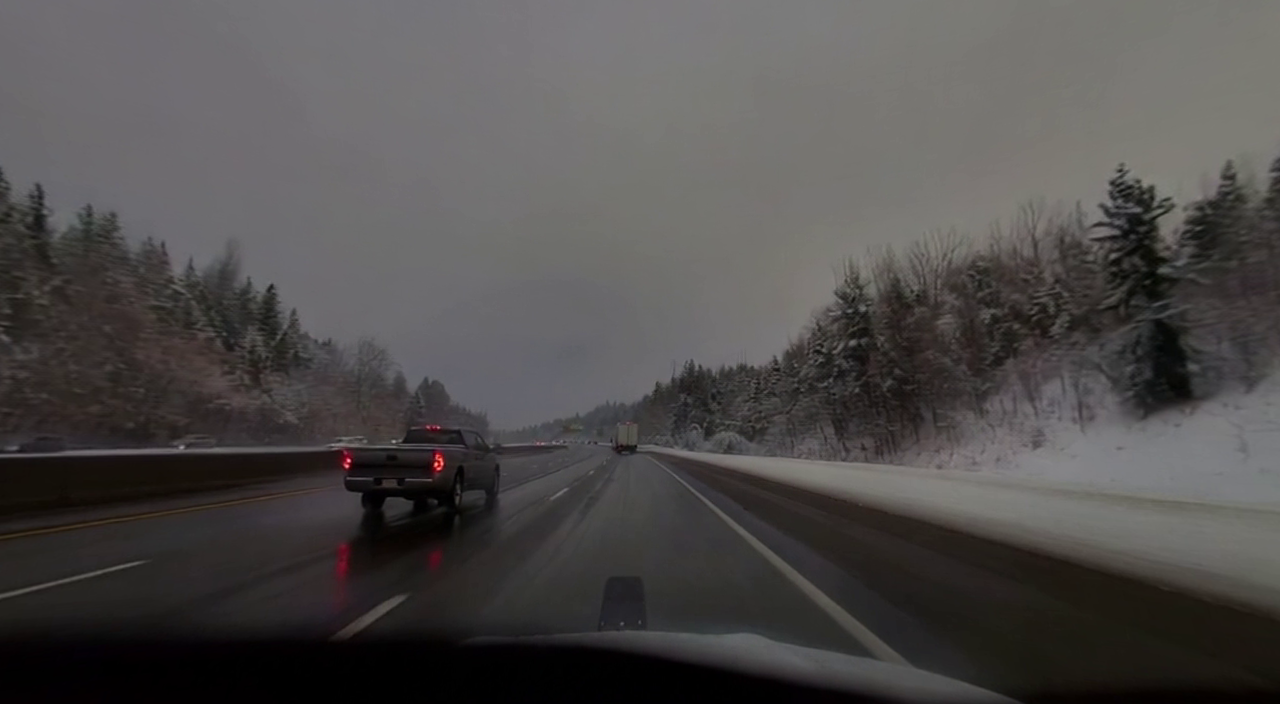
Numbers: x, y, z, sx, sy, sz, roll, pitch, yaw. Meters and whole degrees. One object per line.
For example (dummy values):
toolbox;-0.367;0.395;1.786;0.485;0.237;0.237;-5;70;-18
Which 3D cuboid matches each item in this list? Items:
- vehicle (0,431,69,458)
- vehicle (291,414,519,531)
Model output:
vehicle;-39.937;5.945;40.455;2.111;1.646;4.435;0;-8;-1
vehicle;-4.032;2.186;12.033;2.316;1.731;5.126;0;-8;1
